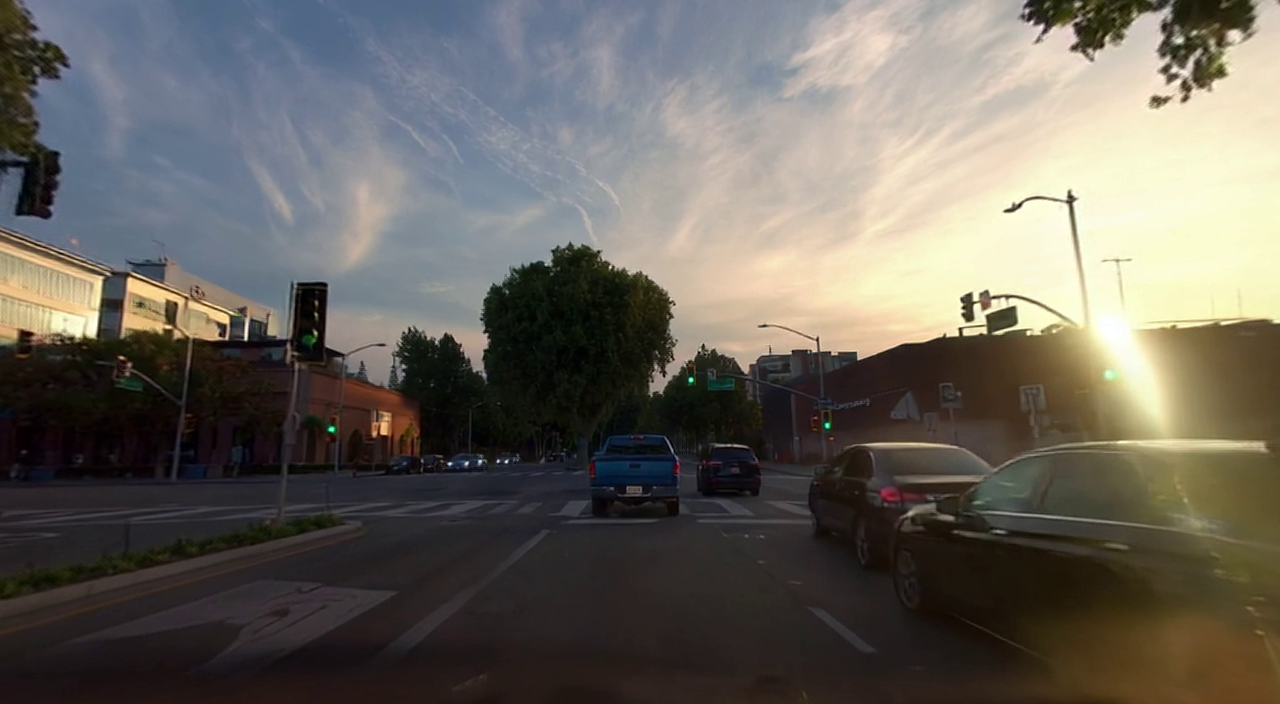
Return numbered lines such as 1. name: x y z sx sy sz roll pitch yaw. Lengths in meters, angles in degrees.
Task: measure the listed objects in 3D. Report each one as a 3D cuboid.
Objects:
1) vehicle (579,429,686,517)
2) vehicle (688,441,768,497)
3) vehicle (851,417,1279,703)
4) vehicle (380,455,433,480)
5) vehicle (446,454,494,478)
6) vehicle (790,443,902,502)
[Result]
1. vehicle: -0.227 2.995 16.206 2.344 1.883 4.572 0 -8 -2
2. vehicle: 2.957 4.054 22.310 2.013 1.742 4.424 0 -8 -2
3. vehicle: 3.208 1.251 4.148 2.057 1.463 4.365 0 -8 -1
4. vehicle: -15.841 7.851 43.090 1.915 1.491 4.347 0 -8 0
5. vehicle: -11.776 7.916 44.112 1.989 1.459 4.667 0 -8 0
6. vehicle: 6.418 3.781 20.305 2.002 1.651 4.305 0 -8 -2
